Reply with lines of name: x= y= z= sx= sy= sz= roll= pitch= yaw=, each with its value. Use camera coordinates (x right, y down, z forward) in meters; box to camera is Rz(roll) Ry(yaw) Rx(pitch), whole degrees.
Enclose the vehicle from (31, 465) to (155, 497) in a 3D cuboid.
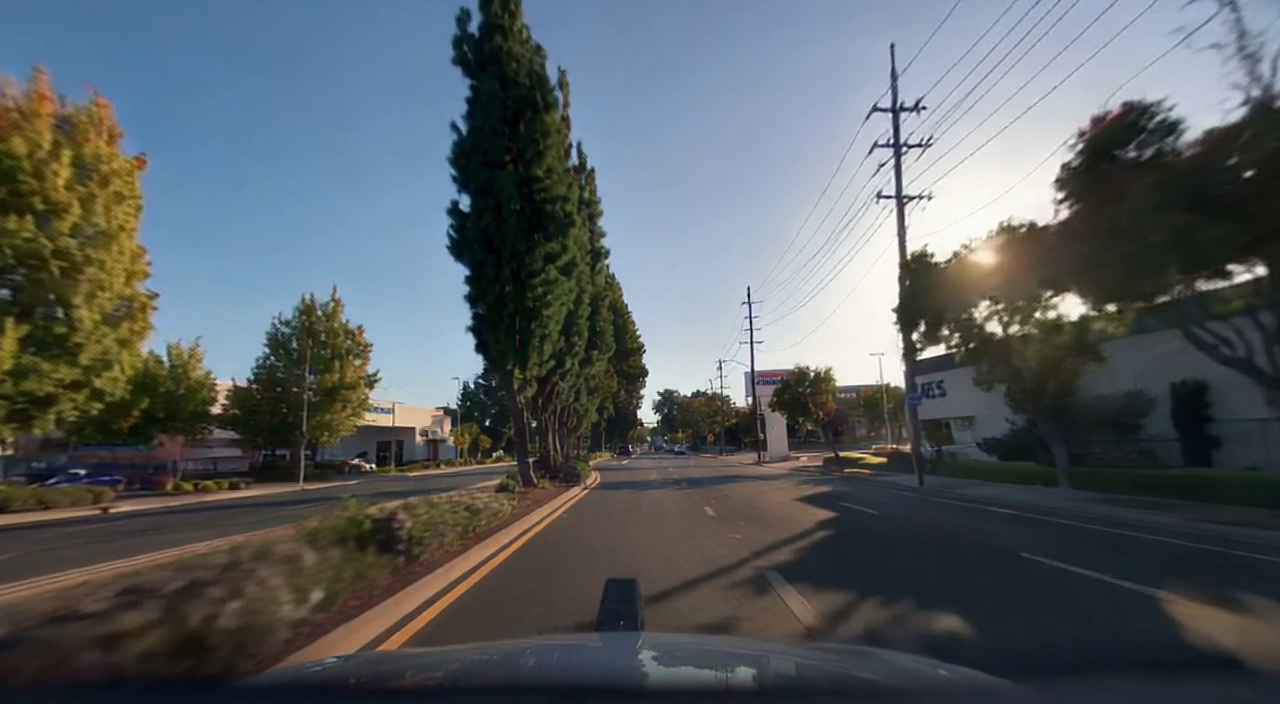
vehicle: x=-29.652 y=6.988 z=34.373 sx=4.662 sy=1.599 sz=2.133 roll=0 pitch=-8 yaw=-2
